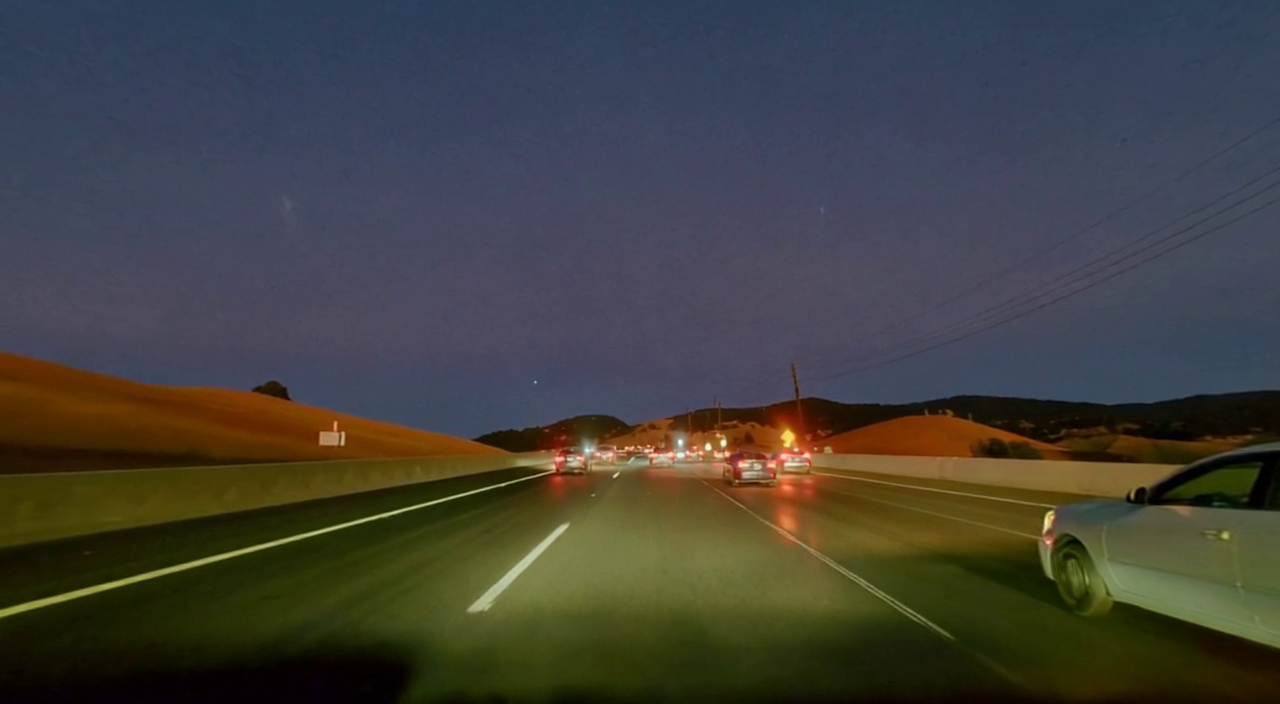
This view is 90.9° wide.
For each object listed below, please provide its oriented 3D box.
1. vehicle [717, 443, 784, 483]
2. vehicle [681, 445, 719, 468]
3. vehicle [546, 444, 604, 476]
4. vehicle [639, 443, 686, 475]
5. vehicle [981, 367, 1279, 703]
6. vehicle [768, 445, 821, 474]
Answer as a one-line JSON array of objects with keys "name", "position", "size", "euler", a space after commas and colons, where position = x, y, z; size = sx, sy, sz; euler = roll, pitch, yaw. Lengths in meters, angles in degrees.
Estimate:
[{"name": "vehicle", "position": [4.340, 4.393, 25.320], "size": [1.867, 1.465, 4.093], "euler": [0, -8, -1]}, {"name": "vehicle", "position": [4.074, 7.101, 43.195], "size": [2.177, 1.453, 4.205], "euler": [0, -8, 0]}, {"name": "vehicle", "position": [-3.017, 5.127, 30.232], "size": [2.232, 1.438, 4.163], "euler": [-1, -8, 2]}, {"name": "vehicle", "position": [1.050, 5.346, 31.779], "size": [2.138, 1.473, 4.392], "euler": [0, -8, 0]}, {"name": "vehicle", "position": [3.915, 0.926, 2.979], "size": [2.018, 1.670, 4.658], "euler": [0, -8, 1]}, {"name": "vehicle", "position": [8.395, 5.848, 34.601], "size": [1.843, 1.505, 4.007], "euler": [0, -8, 0]}]
